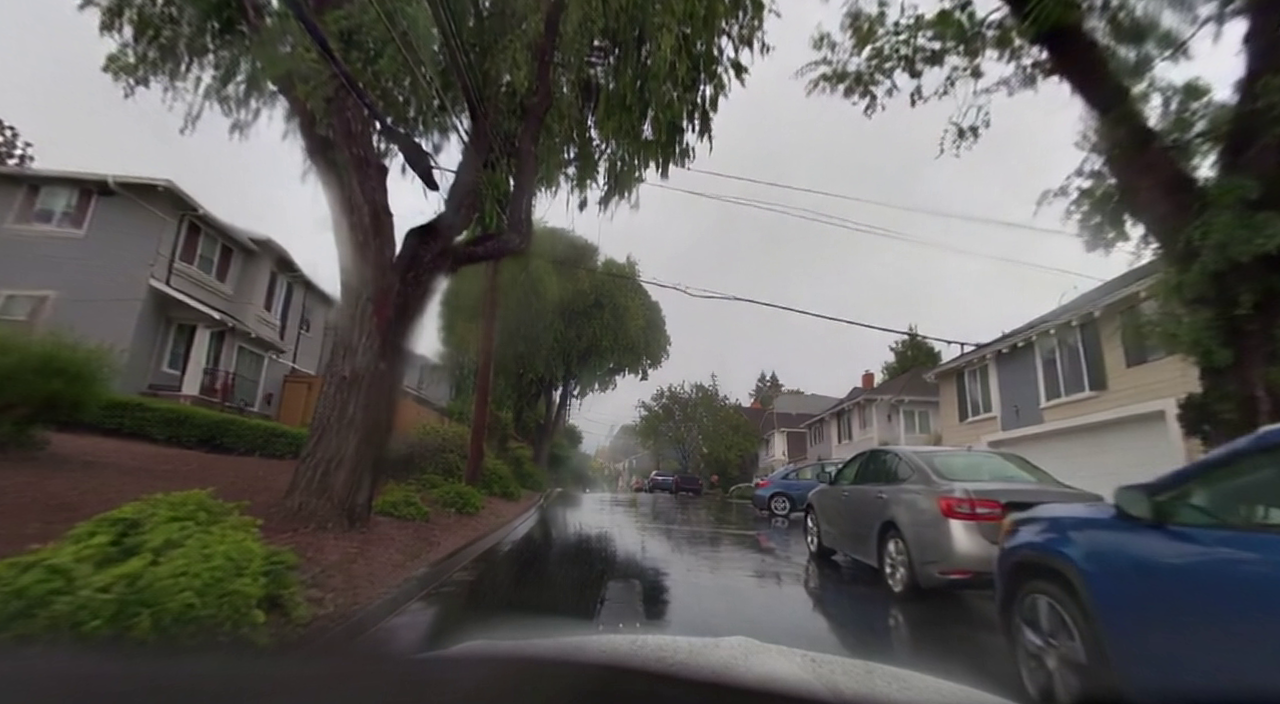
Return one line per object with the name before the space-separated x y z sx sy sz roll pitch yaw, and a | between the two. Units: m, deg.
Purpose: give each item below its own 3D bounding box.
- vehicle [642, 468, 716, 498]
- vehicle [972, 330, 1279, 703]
vehicle | 2.448 8.348 40.508 4.413 1.728 1.869 1 -9 -10
vehicle | 3.227 0.726 1.483 2.076 1.780 4.959 0 -8 -2
